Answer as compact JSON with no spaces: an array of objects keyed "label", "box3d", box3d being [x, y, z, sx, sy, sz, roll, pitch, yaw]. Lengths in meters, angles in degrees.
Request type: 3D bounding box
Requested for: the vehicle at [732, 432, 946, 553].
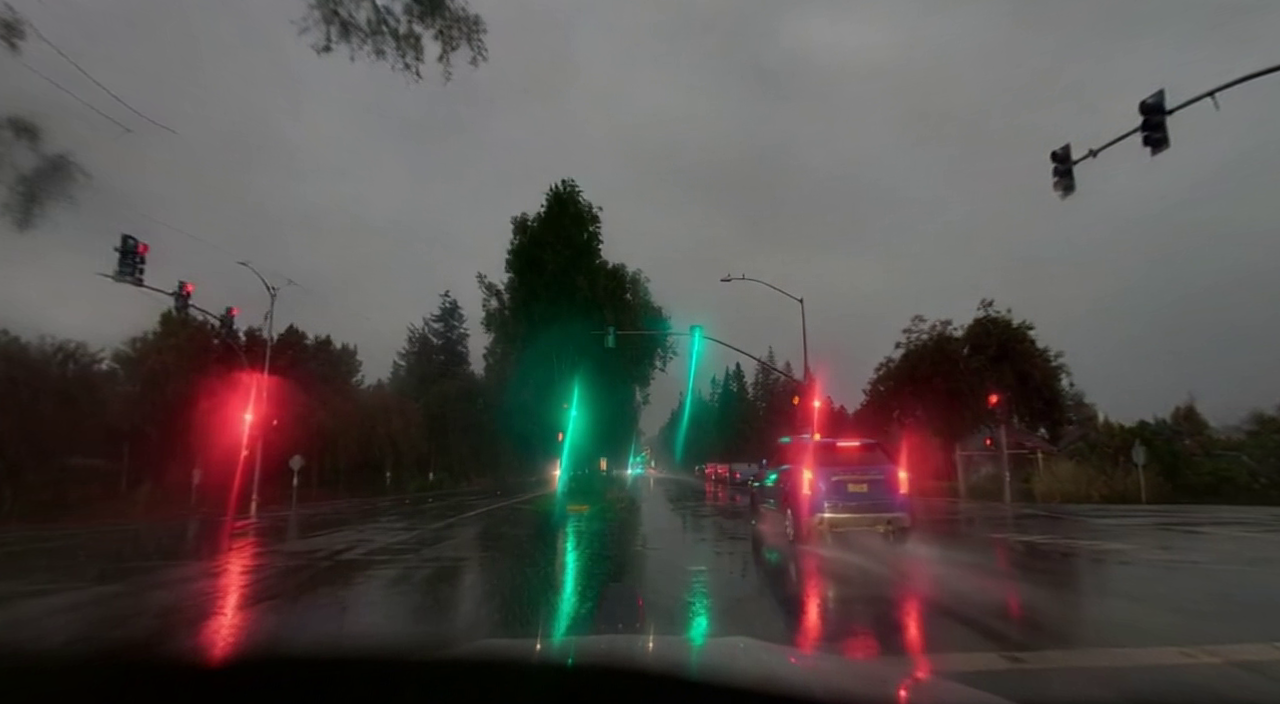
[{"label":"vehicle","box3d":[3.109,2.301,11.194,2.140,1.655,4.786,0,-8,-1]}]
